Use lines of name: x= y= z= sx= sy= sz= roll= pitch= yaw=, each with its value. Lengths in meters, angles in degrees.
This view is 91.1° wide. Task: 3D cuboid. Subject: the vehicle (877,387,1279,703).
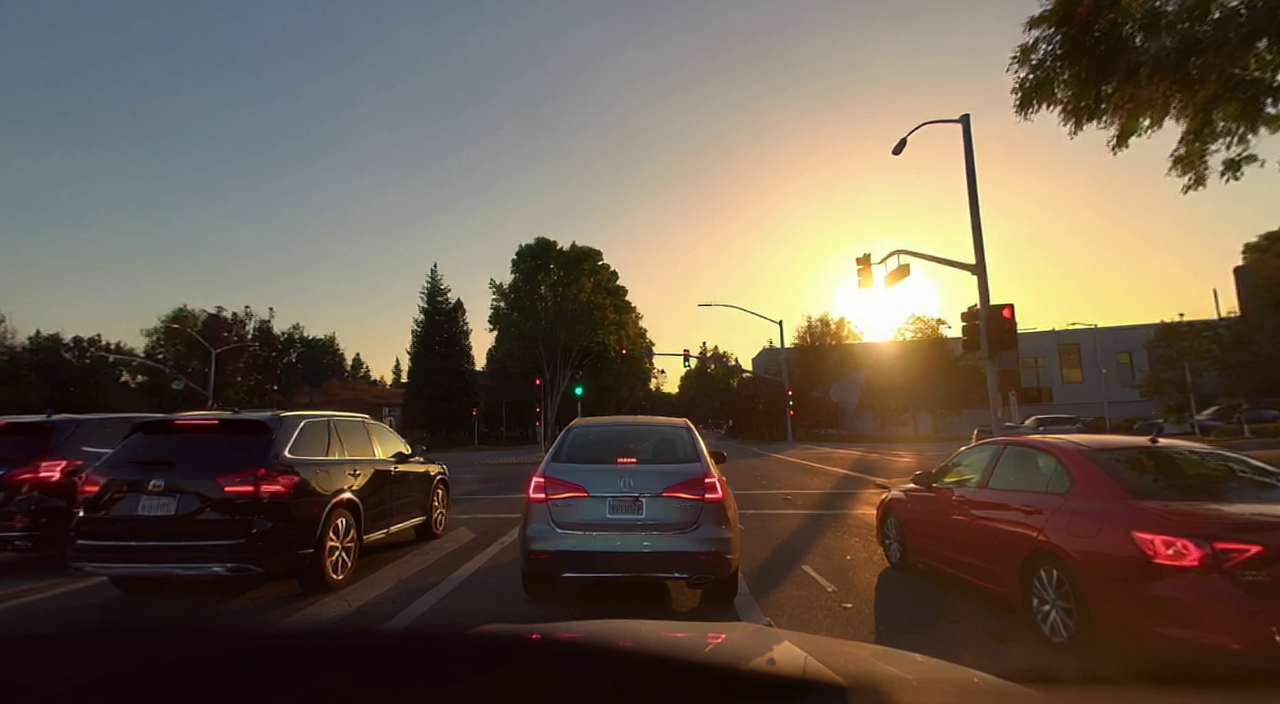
vehicle: x=3.592 y=1.201 z=4.607 sx=2.010 sy=1.486 sz=4.498 roll=0 pitch=-8 yaw=1

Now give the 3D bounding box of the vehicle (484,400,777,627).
vehicle: x=-0.046 y=1.402 z=6.307 sx=2.047 sy=1.579 sz=3.642 roll=0 pitch=-8 yaw=1

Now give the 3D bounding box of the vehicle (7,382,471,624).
vehicle: x=-3.554 y=1.422 z=6.856 sx=2.014 sy=1.755 sz=4.360 roll=0 pitch=-8 yaw=3
